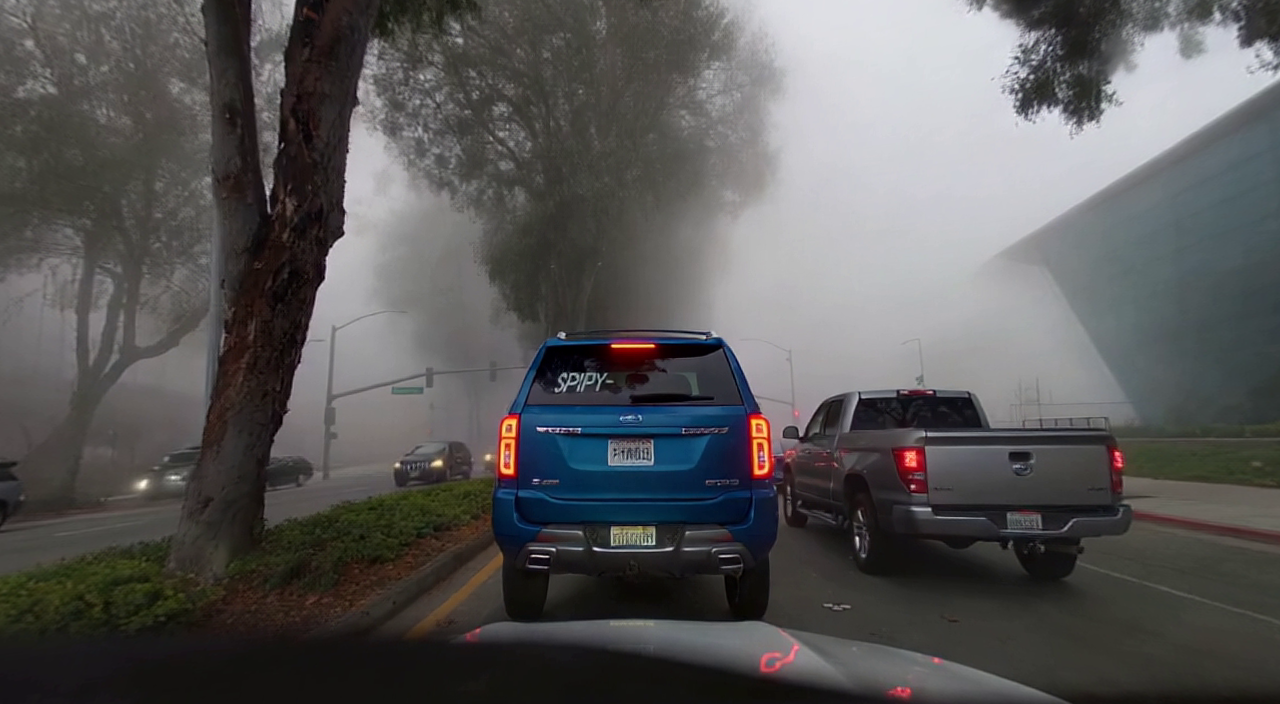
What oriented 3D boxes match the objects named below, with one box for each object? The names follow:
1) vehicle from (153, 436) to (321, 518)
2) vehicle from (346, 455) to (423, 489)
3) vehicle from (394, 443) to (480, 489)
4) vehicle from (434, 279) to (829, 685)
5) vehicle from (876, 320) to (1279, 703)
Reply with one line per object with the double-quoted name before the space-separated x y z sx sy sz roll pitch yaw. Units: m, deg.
"vehicle" -15.998 4.932 25.714 2.741 2.730 6.221 -3 -8 0
"vehicle" -15.492 7.277 38.702 2.214 1.815 5.613 0 -8 2
"vehicle" -9.033 5.078 28.622 2.128 1.868 4.863 0 -8 2
"vehicle" 0.011 1.043 5.948 2.267 2.372 4.366 0 -8 2
"vehicle" 3.074 0.987 3.465 2.022 1.700 4.410 0 -8 3
